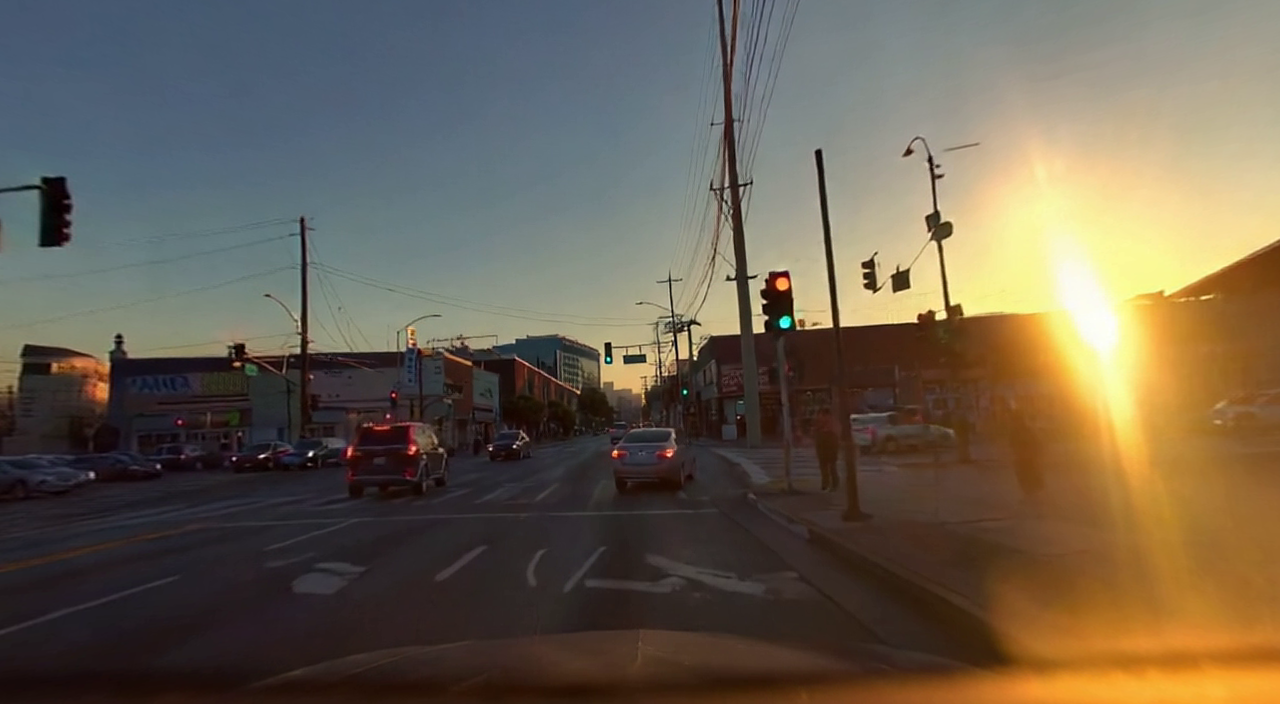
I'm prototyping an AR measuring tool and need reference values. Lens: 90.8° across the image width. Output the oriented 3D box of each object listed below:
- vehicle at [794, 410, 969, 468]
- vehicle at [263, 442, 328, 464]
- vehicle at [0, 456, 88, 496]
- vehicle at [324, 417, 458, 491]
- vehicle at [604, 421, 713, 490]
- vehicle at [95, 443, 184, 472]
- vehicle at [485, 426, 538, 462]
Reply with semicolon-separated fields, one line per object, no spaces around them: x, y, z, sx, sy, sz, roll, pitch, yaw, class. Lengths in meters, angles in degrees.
7.503;2.714;19.904;4.714;1.686;1.973;1;-7;-8;vehicle
-22.964;6.717;42.170;3.360;1.392;1.674;0;-8;0;vehicle
-26.006;5.077;26.060;4.479;1.484;2.036;0;-7;0;vehicle
-6.585;2.733;17.313;2.063;1.751;4.229;0;-7;-2;vehicle
0.633;2.568;16.214;2.059;1.497;4.260;-1;-7;12;vehicle
-34.678;7.296;43.852;4.492;1.880;1.879;0;-7;-1;vehicle
-5.754;4.063;28.090;2.097;1.457;4.439;2;-8;-13;vehicle
